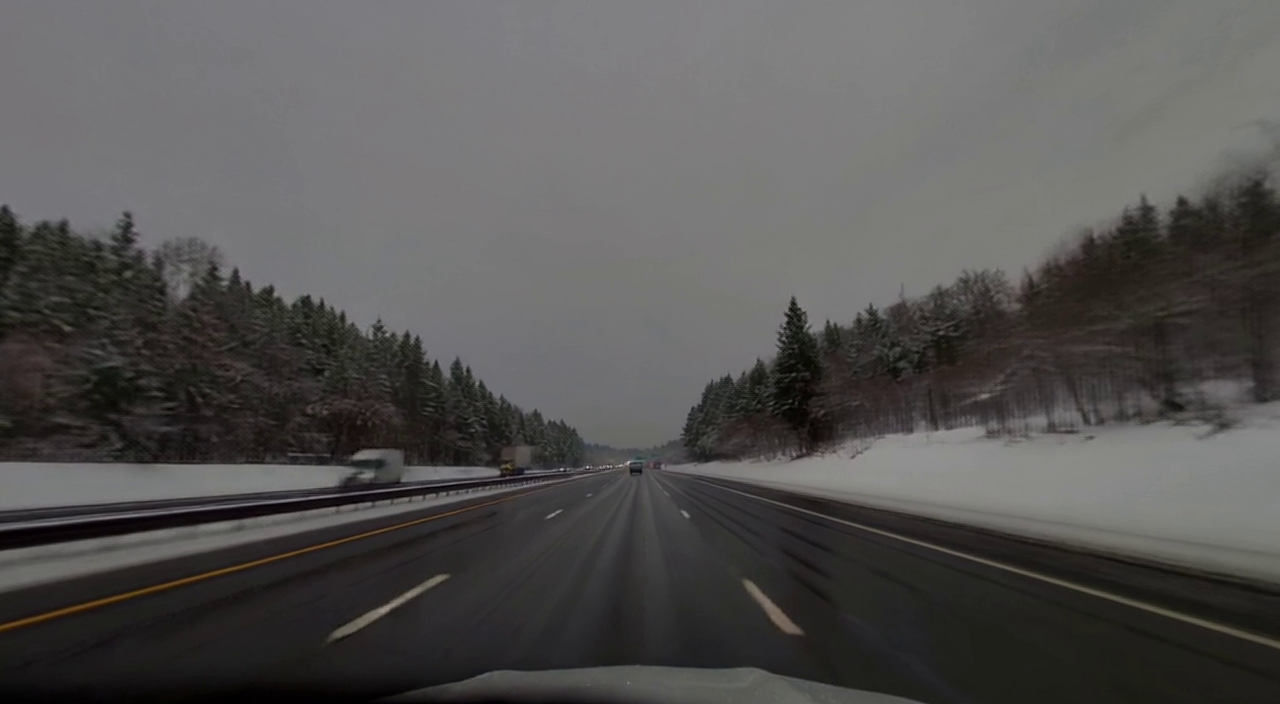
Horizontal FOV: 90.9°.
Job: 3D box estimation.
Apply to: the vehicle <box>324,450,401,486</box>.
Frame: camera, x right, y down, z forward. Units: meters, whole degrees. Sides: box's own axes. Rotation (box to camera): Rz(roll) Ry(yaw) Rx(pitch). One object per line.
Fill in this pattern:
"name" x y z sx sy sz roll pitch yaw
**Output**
"vehicle" -15.997 6.771 36.670 2.136 1.895 5.181 1 -11 0
